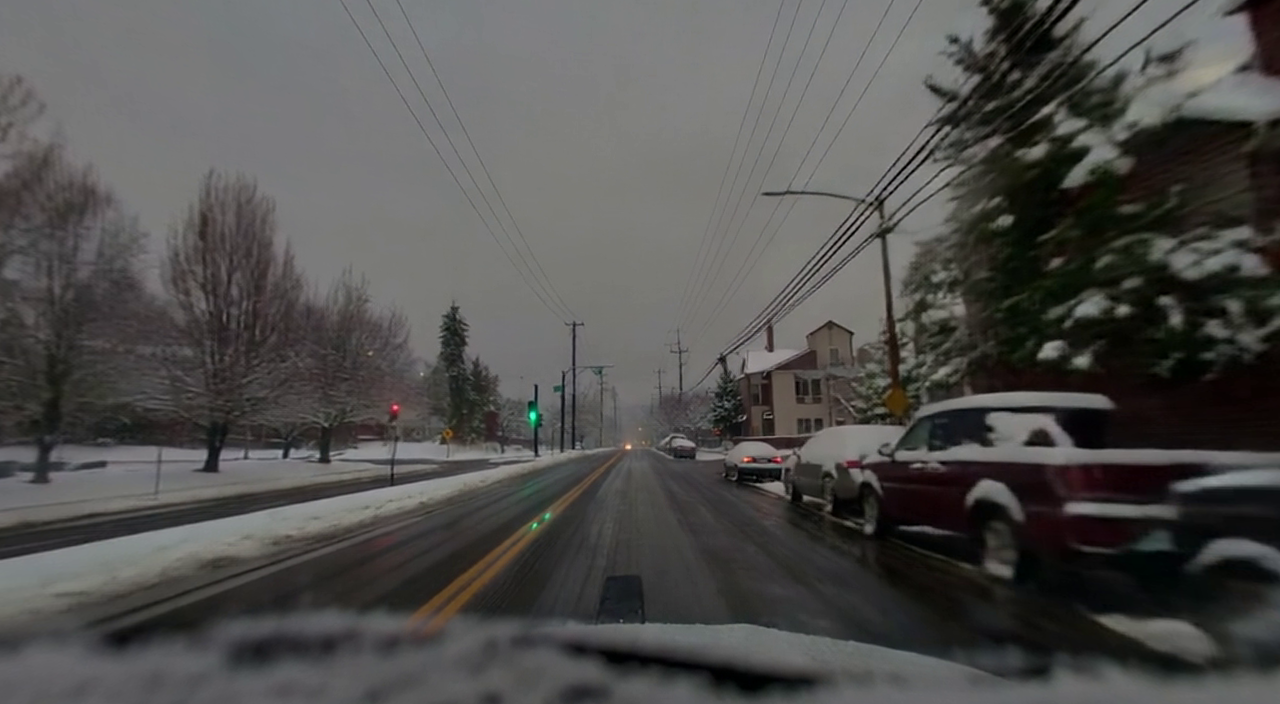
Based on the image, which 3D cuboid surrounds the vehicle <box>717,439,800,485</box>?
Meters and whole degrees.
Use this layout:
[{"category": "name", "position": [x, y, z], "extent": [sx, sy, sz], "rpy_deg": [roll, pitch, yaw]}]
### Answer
[{"category": "vehicle", "position": [3.998, 3.777, 22.079], "extent": [1.994, 1.422, 4.595], "rpy_deg": [0, -8, 0]}]

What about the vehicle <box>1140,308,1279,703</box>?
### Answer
[{"category": "vehicle", "position": [4.004, 0.514, 1.103], "extent": [2.056, 1.941, 4.955], "rpy_deg": [0, -8, -2]}]

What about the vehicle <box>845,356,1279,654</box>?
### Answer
[{"category": "vehicle", "position": [4.070, 1.335, 6.653], "extent": [2.062, 1.880, 5.178], "rpy_deg": [0, -8, 0]}]
